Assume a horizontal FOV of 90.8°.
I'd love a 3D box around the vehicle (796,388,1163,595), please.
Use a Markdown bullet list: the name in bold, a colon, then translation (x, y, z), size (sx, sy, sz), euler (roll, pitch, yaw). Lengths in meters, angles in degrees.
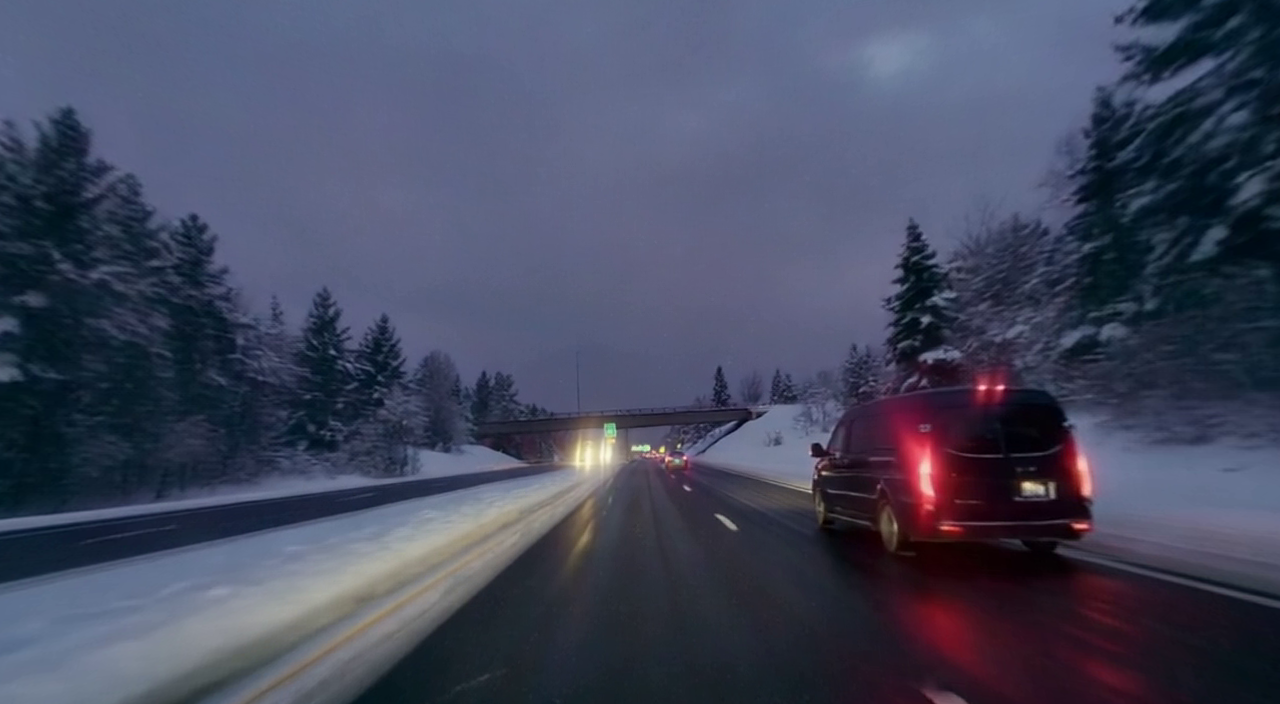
- **vehicle**: translation (3.978, 1.773, 8.900), size (2.152, 1.998, 5.380), euler (0, -9, 0)
